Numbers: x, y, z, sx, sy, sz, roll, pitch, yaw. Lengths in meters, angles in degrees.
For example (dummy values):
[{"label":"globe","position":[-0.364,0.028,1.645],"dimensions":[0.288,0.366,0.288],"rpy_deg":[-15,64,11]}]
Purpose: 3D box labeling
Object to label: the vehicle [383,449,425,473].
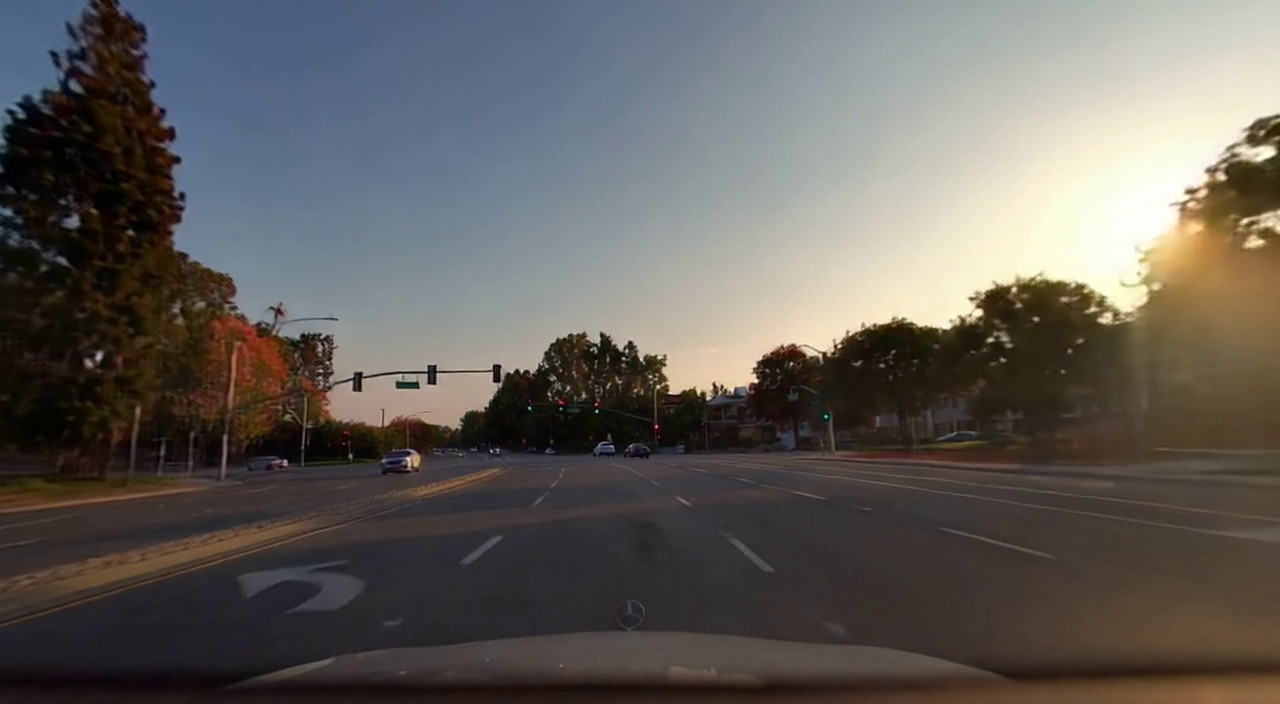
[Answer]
[{"label":"vehicle","position":[-17.360,8.015,46.504],"dimensions":[2.017,1.611,4.403],"rpy_deg":[1,-9,-9]}]
